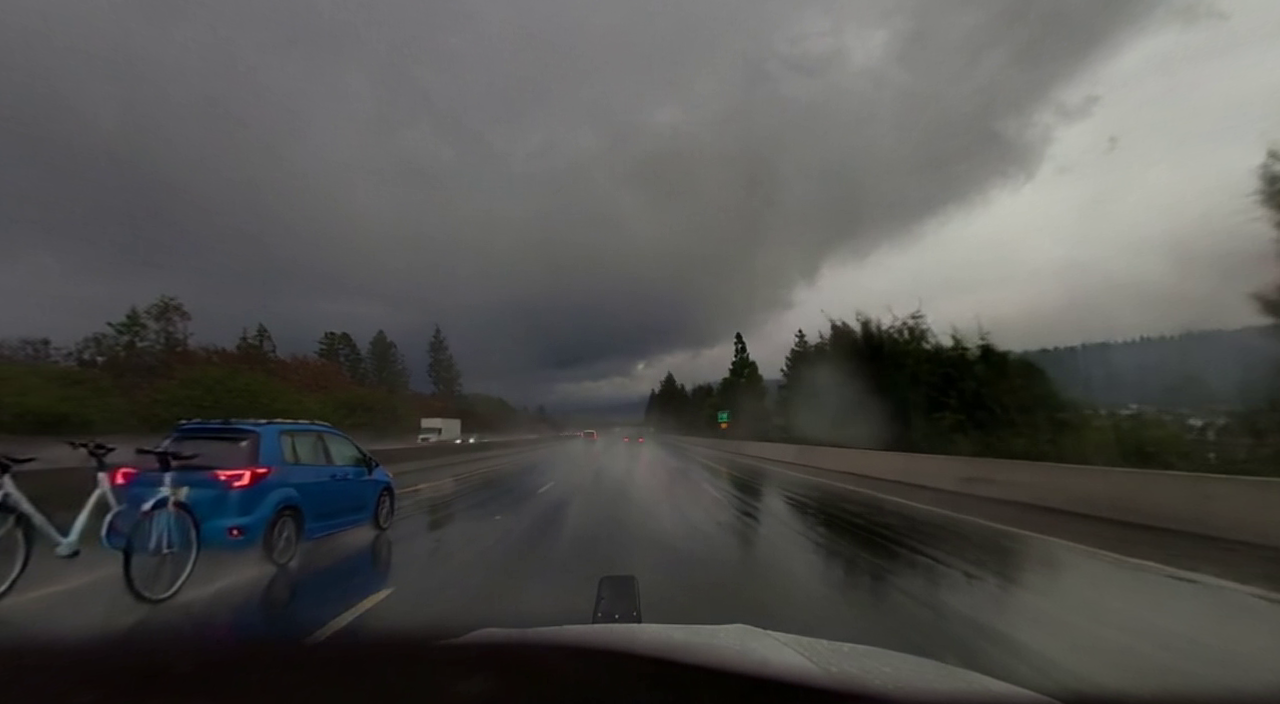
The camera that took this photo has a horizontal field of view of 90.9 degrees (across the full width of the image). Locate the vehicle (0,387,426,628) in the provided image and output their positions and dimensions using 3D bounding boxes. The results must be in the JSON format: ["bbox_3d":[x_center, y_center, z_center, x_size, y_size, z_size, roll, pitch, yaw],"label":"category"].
[{"bbox_3d":[-4.026,1.356,6.580,2.064,1.647,4.381,0,-8,0],"label":"vehicle"}]

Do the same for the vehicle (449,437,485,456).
[{"bbox_3d":[-13.042,7.118,47.658,1.705,1.387,3.617,0,-8,0],"label":"vehicle"}]
